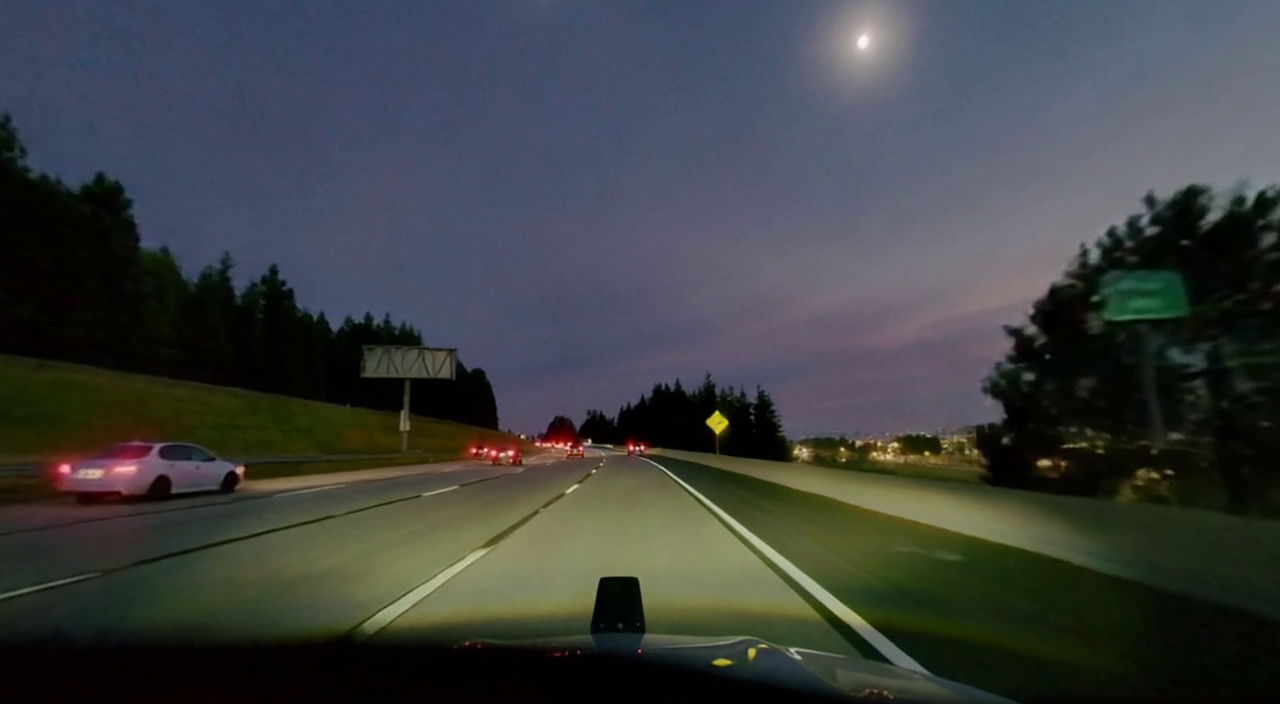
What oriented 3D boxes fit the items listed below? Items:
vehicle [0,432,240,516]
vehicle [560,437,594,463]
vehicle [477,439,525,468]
[{"bbox_3d":[-11.380,2.556,13.722,2.056,1.489,4.852,0,-9,0],"label":"vehicle"},{"bbox_3d":[-4.633,7.243,46.545,2.138,1.833,4.622,0,-9,-1],"label":"vehicle"},{"bbox_3d":[-8.360,6.144,38.197,2.015,1.651,4.432,0,-9,-1],"label":"vehicle"}]
